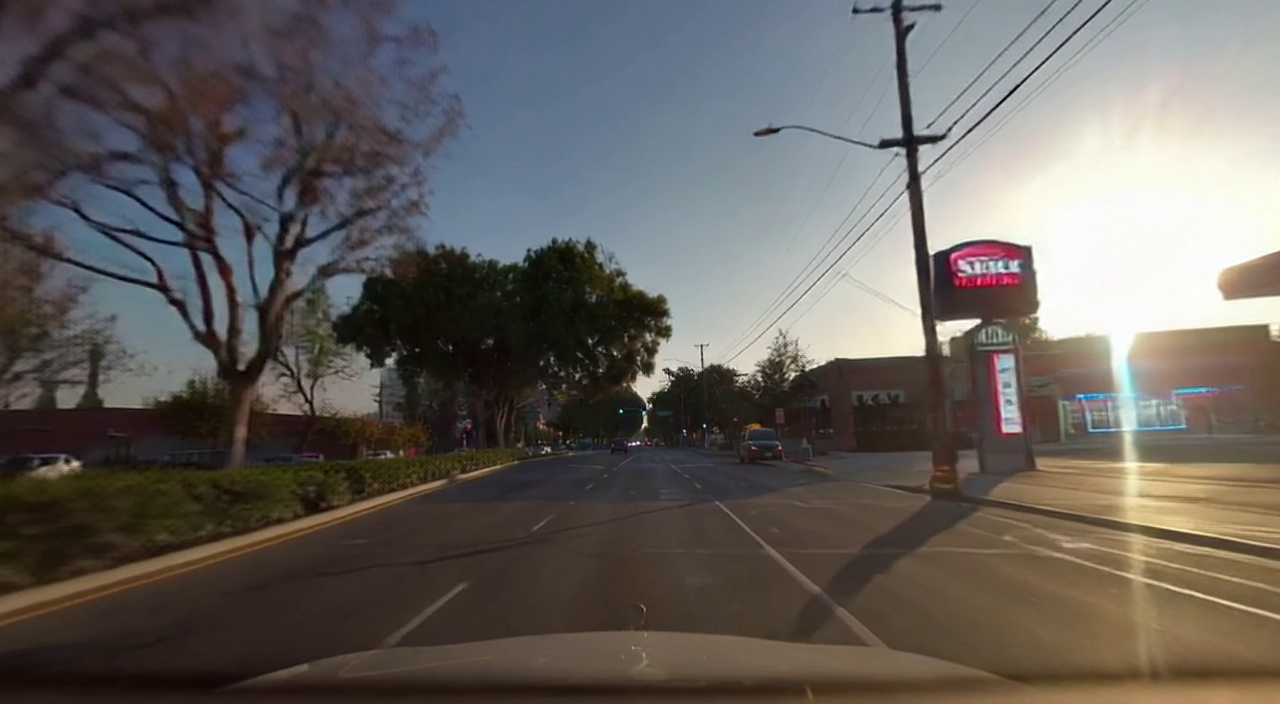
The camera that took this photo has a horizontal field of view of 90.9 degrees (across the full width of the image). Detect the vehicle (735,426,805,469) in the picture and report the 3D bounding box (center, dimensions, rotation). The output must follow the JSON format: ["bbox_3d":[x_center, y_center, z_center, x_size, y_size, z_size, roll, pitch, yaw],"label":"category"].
[{"bbox_3d":[7.561,5.677,37.649,2.764,2.327,6.492,0,-8,0],"label":"vehicle"}]

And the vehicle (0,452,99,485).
[{"bbox_3d":[-36.972,7.166,39.141,2.112,1.854,5.033,0,-8,2],"label":"vehicle"}]
